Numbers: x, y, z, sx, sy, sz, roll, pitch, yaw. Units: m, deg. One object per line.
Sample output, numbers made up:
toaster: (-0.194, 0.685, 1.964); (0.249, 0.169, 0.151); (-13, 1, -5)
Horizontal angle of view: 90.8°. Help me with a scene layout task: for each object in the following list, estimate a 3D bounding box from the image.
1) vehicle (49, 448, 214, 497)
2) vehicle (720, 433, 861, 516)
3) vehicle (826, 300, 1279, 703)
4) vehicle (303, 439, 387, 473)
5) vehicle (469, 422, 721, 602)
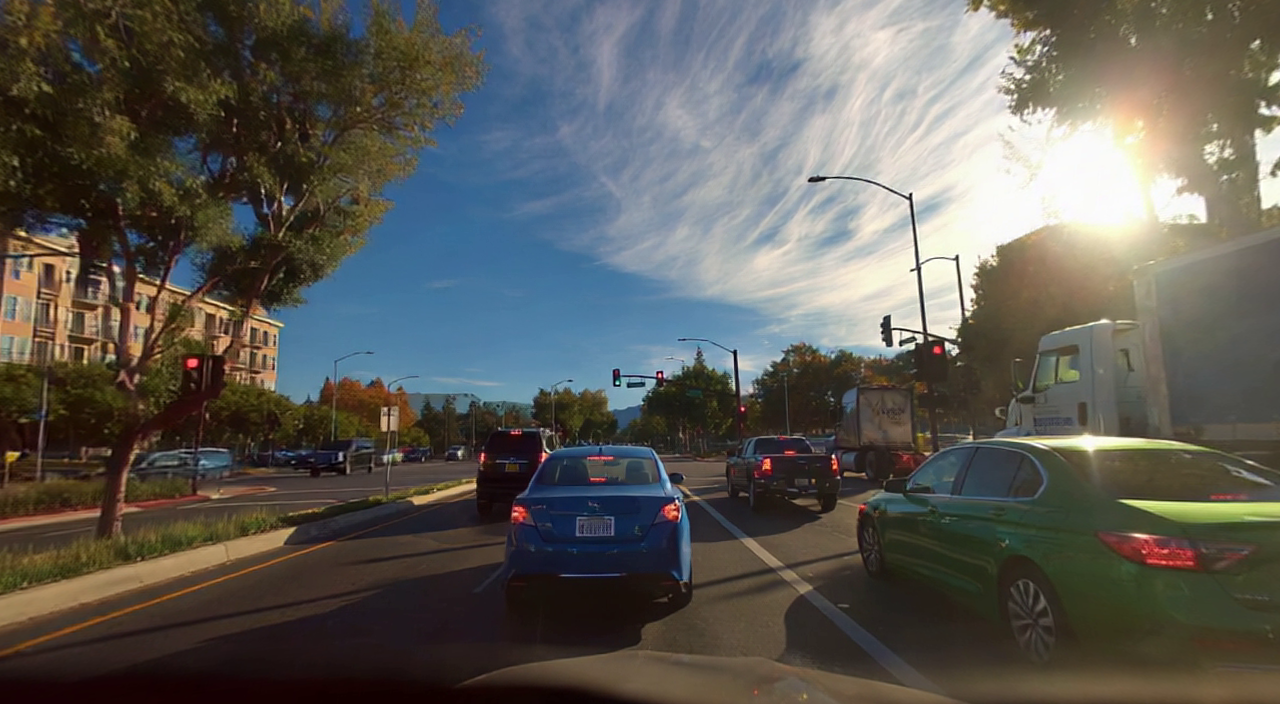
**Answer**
vehicle: (-18.246, 4.301, 23.028); (2.130, 1.550, 4.618); (0, -8, 1)
vehicle: (3.151, 2.673, 14.328); (2.026, 1.549, 4.559); (0, -8, -1)
vehicle: (3.571, 1.113, 5.059); (2.572, 1.945, 5.065); (0, -8, 0)
vehicle: (-17.986, 6.364, 38.936); (2.308, 1.903, 5.813); (0, -8, 0)
vehicle: (-0.406, 1.655, 7.398); (2.143, 1.520, 3.848); (0, -8, -1)
